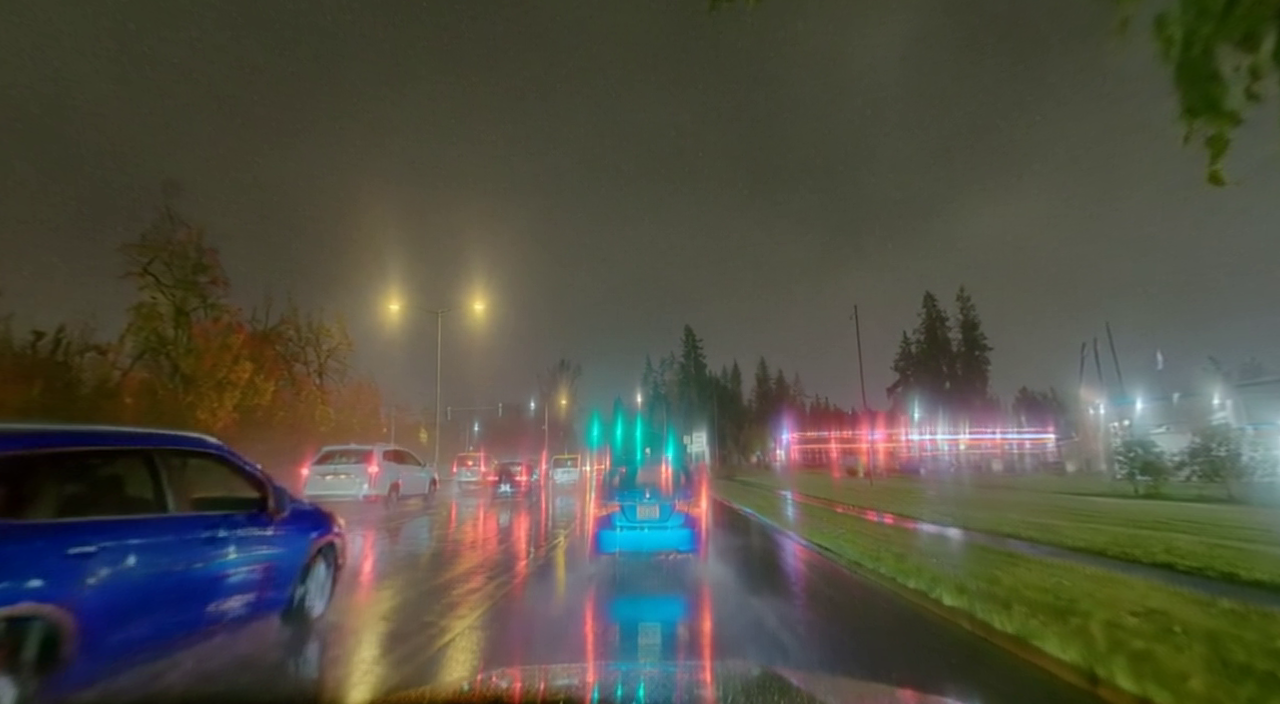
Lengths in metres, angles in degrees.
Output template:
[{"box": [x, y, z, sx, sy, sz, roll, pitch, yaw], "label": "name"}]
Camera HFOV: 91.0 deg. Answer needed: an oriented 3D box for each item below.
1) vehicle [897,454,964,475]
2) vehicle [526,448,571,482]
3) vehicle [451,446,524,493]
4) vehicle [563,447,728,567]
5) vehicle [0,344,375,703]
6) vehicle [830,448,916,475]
[{"box": [22.550, 8.754, 48.977, 4.220, 1.550, 1.935, -10, -14, 43], "label": "vehicle"}, {"box": [-6.424, 7.968, 44.882, 2.348, 2.250, 5.004, 0, -9, 1], "label": "vehicle"}, {"box": [-6.732, 5.207, 28.339, 2.130, 1.900, 4.470, 0, -9, 1], "label": "vehicle"}, {"box": [0.120, 2.266, 10.027, 2.091, 1.494, 3.962, 0, -9, 1], "label": "vehicle"}, {"box": [-3.560, 0.979, 3.427, 2.055, 1.725, 4.732, 0, -9, 1], "label": "vehicle"}, {"box": [18.265, 8.567, 49.565, 5.852, 1.962, 2.323, -8, -12, 42], "label": "vehicle"}]
